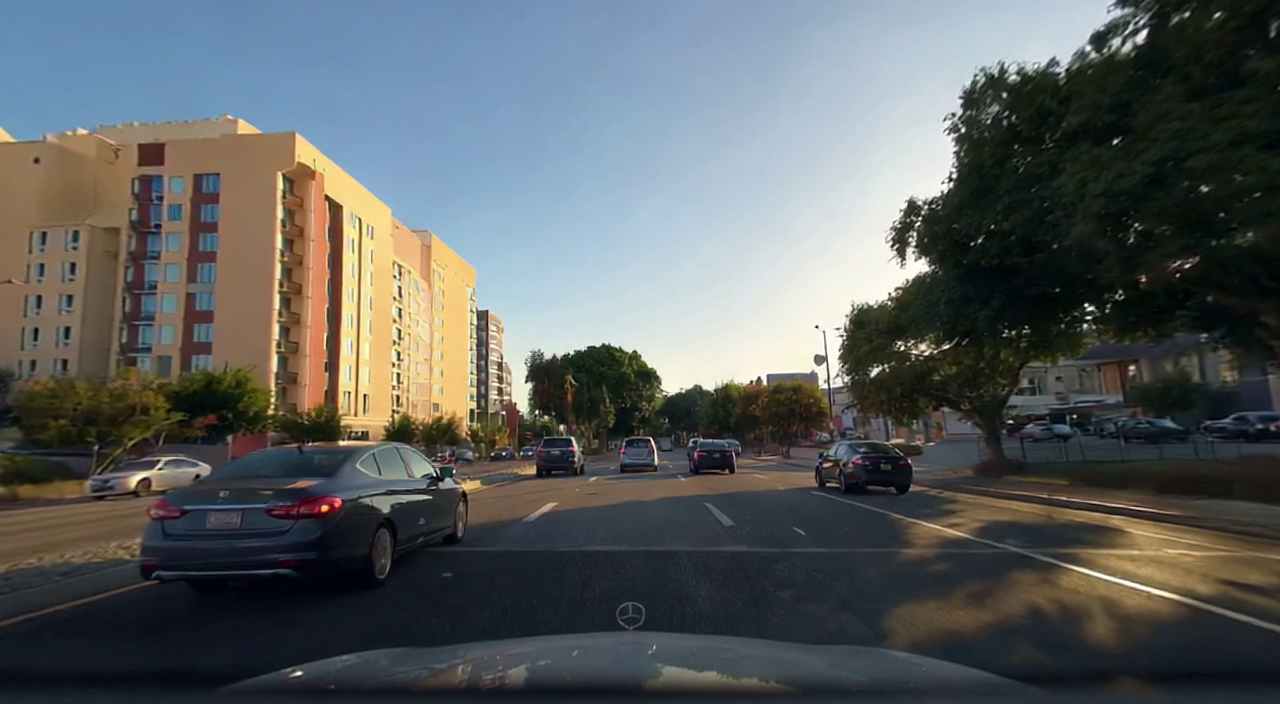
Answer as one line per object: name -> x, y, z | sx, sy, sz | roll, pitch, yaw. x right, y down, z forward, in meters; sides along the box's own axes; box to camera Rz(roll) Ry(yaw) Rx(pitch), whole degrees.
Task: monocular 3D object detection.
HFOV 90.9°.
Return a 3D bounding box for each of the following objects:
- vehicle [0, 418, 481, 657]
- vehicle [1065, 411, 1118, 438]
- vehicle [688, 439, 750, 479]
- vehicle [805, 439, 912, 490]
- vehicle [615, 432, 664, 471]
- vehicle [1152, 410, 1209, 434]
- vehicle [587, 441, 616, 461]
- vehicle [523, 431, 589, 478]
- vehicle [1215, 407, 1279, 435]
vehicle -> -3.224, 1.508, 6.250 | 2.095, 1.486, 4.411 | -1, -9, 1
vehicle -> 31.100, 5.072, 43.534 | 1.993, 1.708, 4.464 | -4, -9, 23
vehicle -> 3.076, 4.259, 25.381 | 1.884, 1.458, 4.245 | 0, -8, -1
vehicle -> 6.939, 3.606, 20.613 | 1.865, 1.458, 4.605 | 0, -9, 0
vehicle -> -0.039, 5.062, 32.097 | 2.304, 1.795, 4.526 | 0, -9, 0
vehicle -> 37.131, 4.854, 43.437 | 1.854, 1.471, 4.595 | -5, -10, 27
vehicle -> -2.947, 7.705, 49.108 | 1.900, 1.454, 4.086 | -1, -9, 1
vehicle -> -3.431, 4.307, 26.617 | 2.117, 1.799, 4.442 | -1, -9, 1
vehicle -> 36.607, 4.205, 37.782 | 1.864, 1.492, 4.145 | -4, -9, 25
